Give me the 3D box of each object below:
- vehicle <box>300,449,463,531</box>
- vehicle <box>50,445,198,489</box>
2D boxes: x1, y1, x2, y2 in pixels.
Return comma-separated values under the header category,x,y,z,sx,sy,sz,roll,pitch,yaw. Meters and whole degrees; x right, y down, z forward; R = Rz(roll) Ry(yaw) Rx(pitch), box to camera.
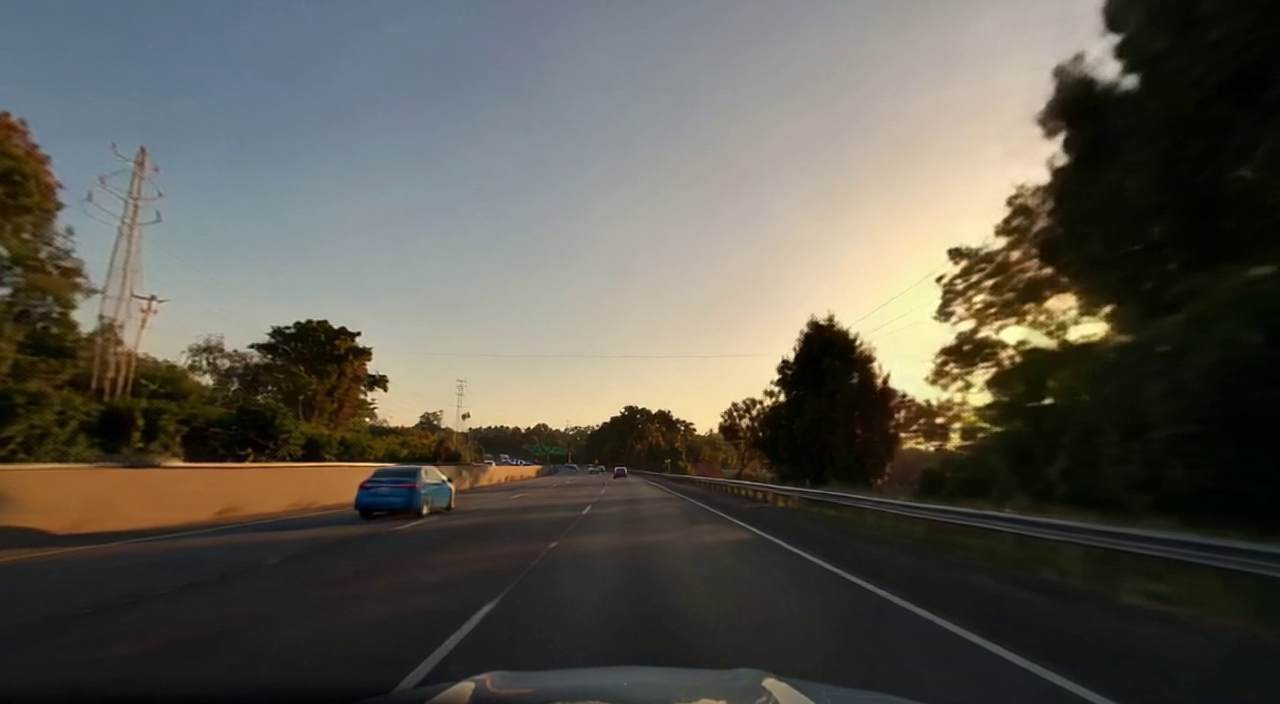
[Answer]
category,x,y,z,sx,sy,sz,roll,pitch,yaw
vehicle,-6.224,3.396,15.897,2.194,1.704,4.421,1,-10,0
vehicle,-19.891,4.503,24.630,2.002,1.530,4.517,1,-10,-2
